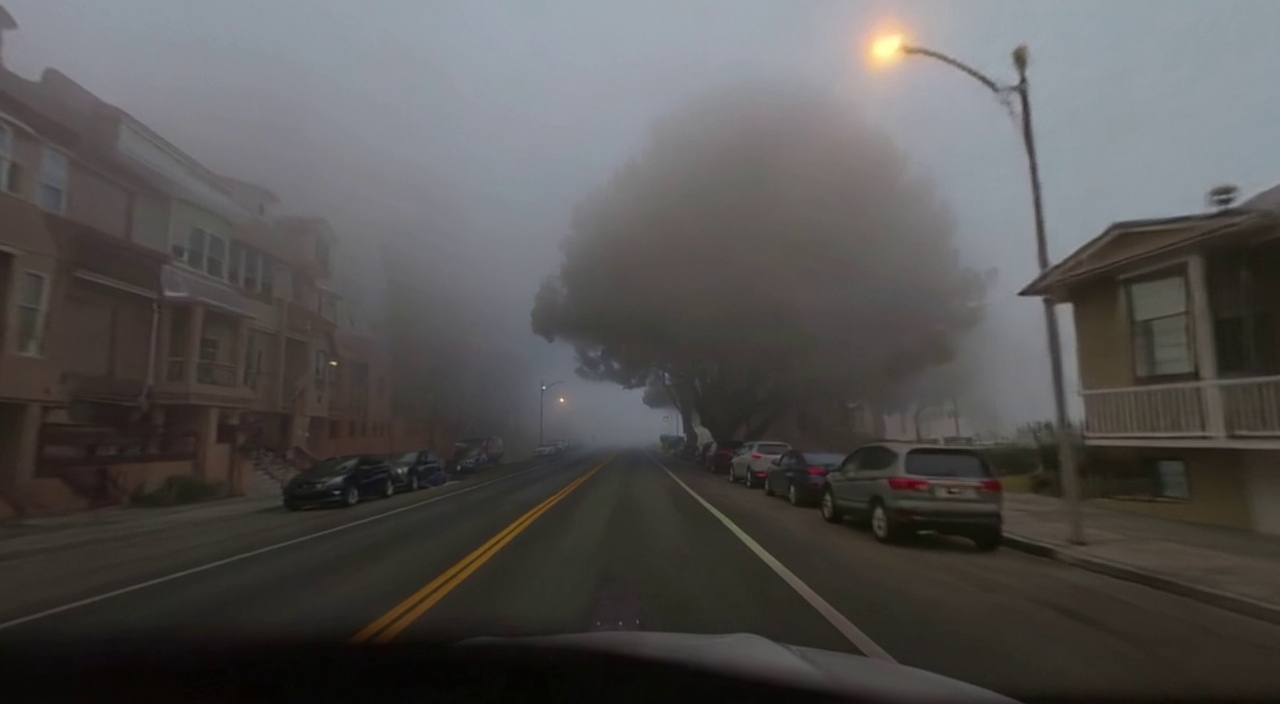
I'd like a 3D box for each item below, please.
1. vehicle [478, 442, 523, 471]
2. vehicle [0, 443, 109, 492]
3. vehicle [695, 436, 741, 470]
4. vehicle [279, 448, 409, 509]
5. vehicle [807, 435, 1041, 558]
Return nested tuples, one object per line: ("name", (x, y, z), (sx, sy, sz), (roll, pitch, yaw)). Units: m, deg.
("vehicle", (-8.275, 6.196, 37.675), (1.883, 1.565, 3.655), (-2, -8, -1))
("vehicle", (-20.456, 3.852, 21.395), (1.800, 1.475, 3.604), (0, -9, -1))
("vehicle", (4.138, 5.470, 34.191), (1.889, 1.703, 4.253), (0, -9, -1))
("vehicle", (-8.143, 3.486, 17.826), (1.852, 1.482, 3.916), (-1, -9, -2))
("vehicle", (4.163, 2.152, 10.095), (1.845, 1.556, 3.929), (0, -9, -1))
